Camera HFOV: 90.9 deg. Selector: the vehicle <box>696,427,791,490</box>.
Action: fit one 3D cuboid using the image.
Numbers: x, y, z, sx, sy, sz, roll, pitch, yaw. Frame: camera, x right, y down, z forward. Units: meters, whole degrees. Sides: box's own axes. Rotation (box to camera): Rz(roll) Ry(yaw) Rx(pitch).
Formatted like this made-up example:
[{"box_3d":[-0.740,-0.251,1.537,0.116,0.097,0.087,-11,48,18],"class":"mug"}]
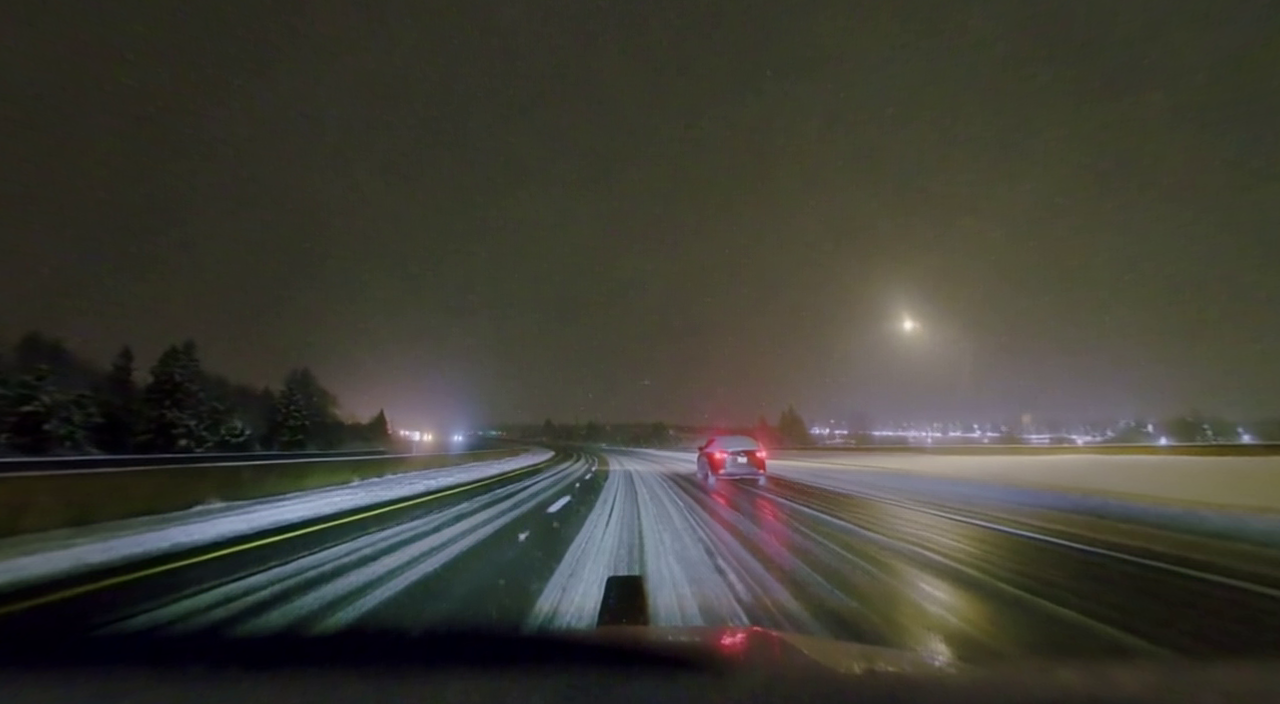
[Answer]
[{"box_3d":[3.012,3.229,19.410,2.059,1.715,4.192,0,-8,-2],"class":"vehicle"}]
